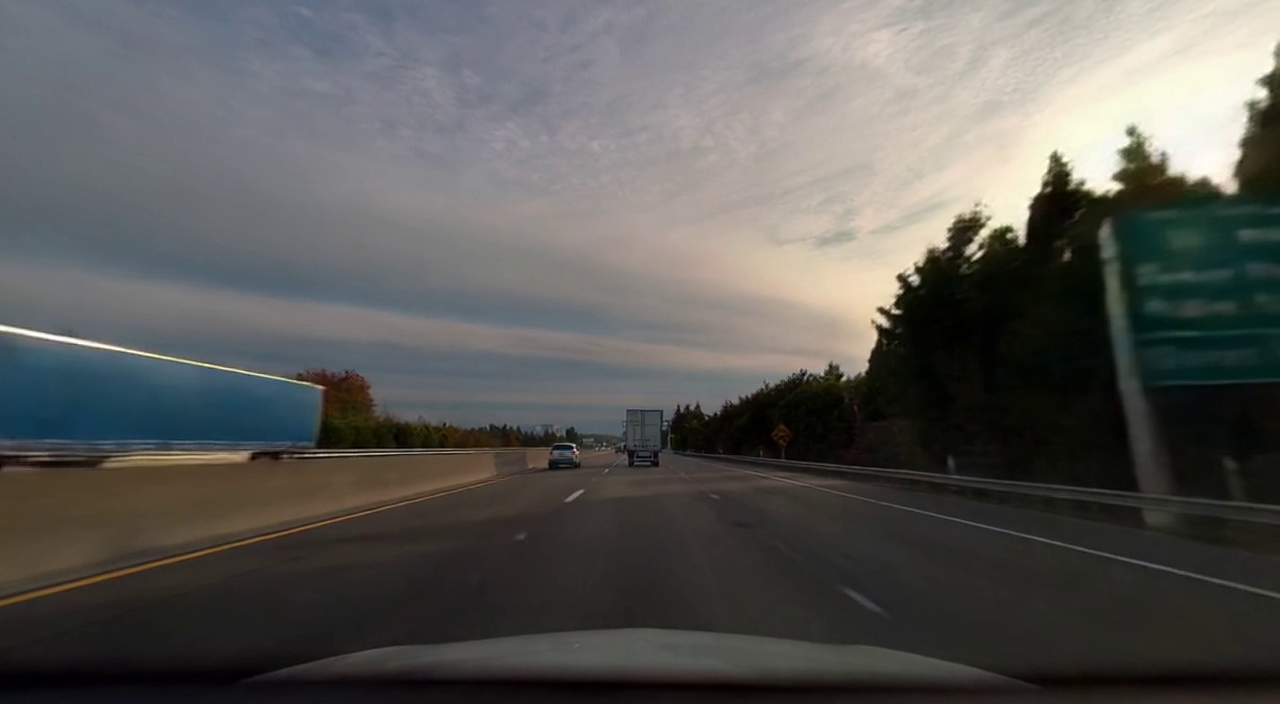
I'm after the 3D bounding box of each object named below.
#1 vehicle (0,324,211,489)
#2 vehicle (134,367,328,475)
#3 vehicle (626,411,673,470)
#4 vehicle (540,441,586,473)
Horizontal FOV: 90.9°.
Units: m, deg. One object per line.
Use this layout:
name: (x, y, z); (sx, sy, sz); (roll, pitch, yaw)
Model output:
vehicle: (-17.060, 1.675, 17.560); (2.929, 3.987, 10.111); (0, -9, 0)
vehicle: (-17.080, 3.146, 27.339); (2.846, 3.973, 8.051); (0, -9, 0)
vehicle: (0.482, 6.194, 43.674); (2.893, 3.628, 9.081); (0, -9, -2)
vehicle: (-4.272, 5.906, 35.593); (2.079, 1.656, 3.965); (0, -9, 0)
